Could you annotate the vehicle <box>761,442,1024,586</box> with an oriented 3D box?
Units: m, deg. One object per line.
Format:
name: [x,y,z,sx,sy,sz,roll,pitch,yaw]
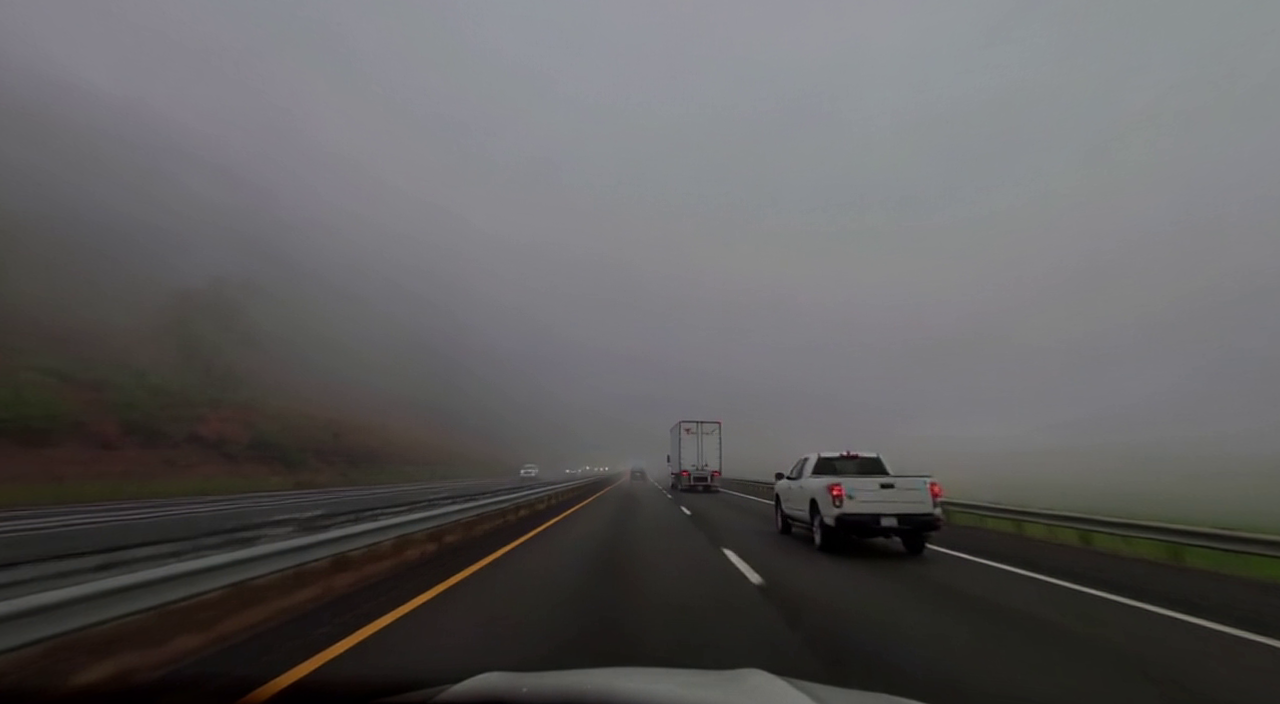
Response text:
vehicle: [3.452,2.360,9.868,2.124,1.662,4.641,1,-10,-1]

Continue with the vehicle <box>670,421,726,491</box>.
vehicle: [3.800,7.456,44.667,2.863,4.088,14.040,1,-10,1]
